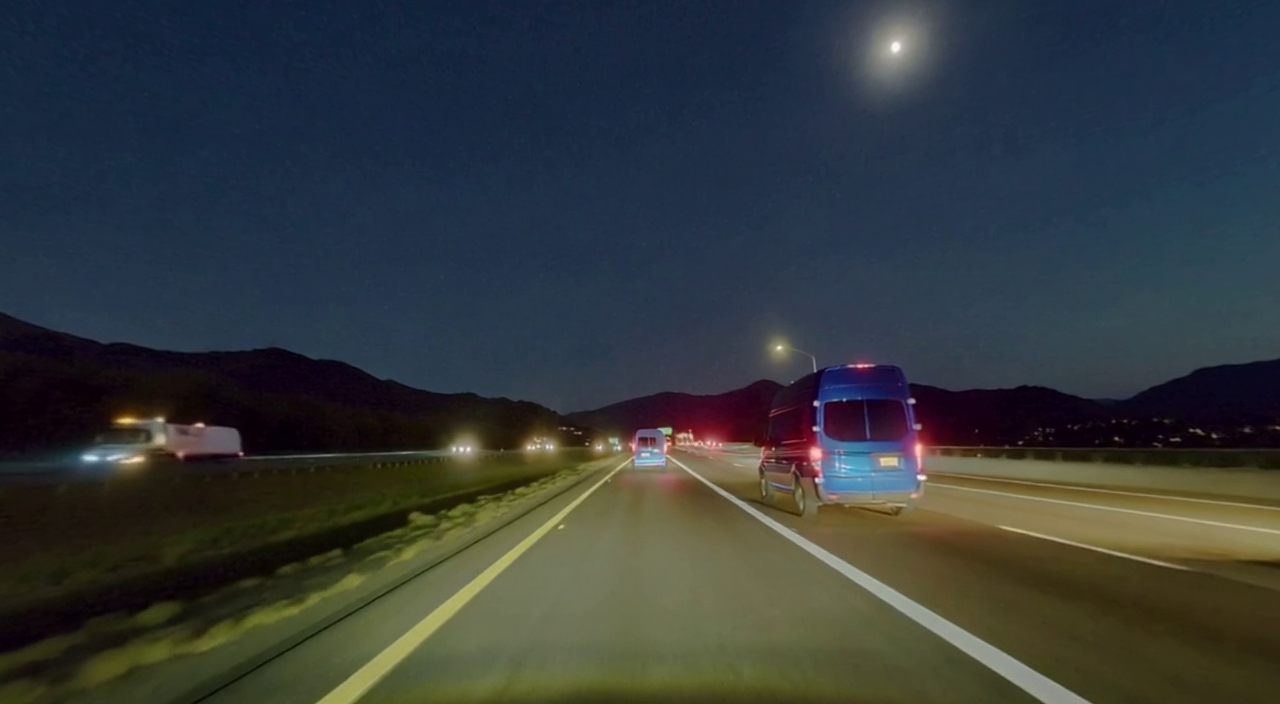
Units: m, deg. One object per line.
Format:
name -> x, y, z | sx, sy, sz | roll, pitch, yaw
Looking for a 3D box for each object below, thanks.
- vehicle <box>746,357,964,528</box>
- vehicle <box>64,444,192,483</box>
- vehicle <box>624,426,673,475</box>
vehicle -> 3.868, 1.851, 12.994 | 2.302, 2.670, 6.176 | 0, -8, 0
vehicle -> -24.583, 5.337, 30.577 | 2.041, 1.704, 4.905 | 0, -8, 1
vehicle -> 0.388, 4.640, 29.910 | 2.131, 2.122, 4.473 | 0, -8, 0
